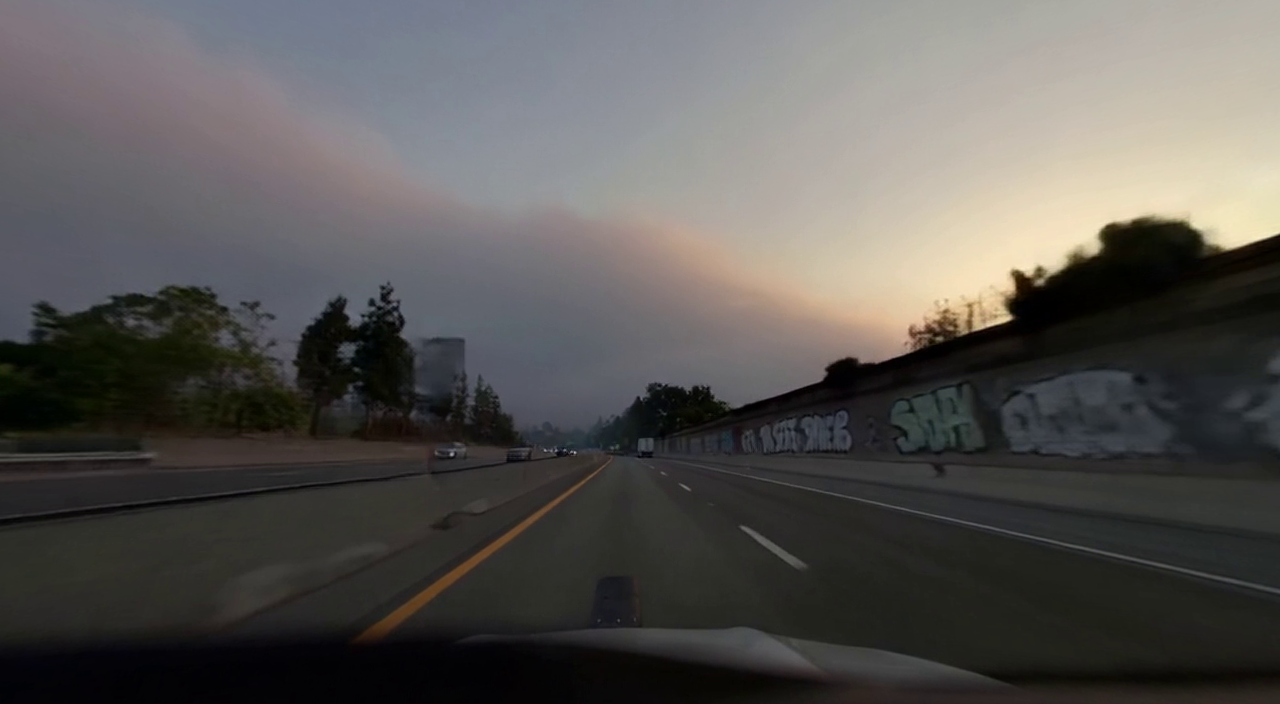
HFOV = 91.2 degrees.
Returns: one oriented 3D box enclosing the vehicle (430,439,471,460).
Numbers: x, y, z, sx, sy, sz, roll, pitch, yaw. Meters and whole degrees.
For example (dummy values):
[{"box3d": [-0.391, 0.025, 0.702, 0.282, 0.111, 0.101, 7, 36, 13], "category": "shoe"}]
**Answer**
[{"box3d": [-14.534, 7.496, 48.291, 1.921, 1.551, 4.132, 0, -9, -1], "category": "vehicle"}]
